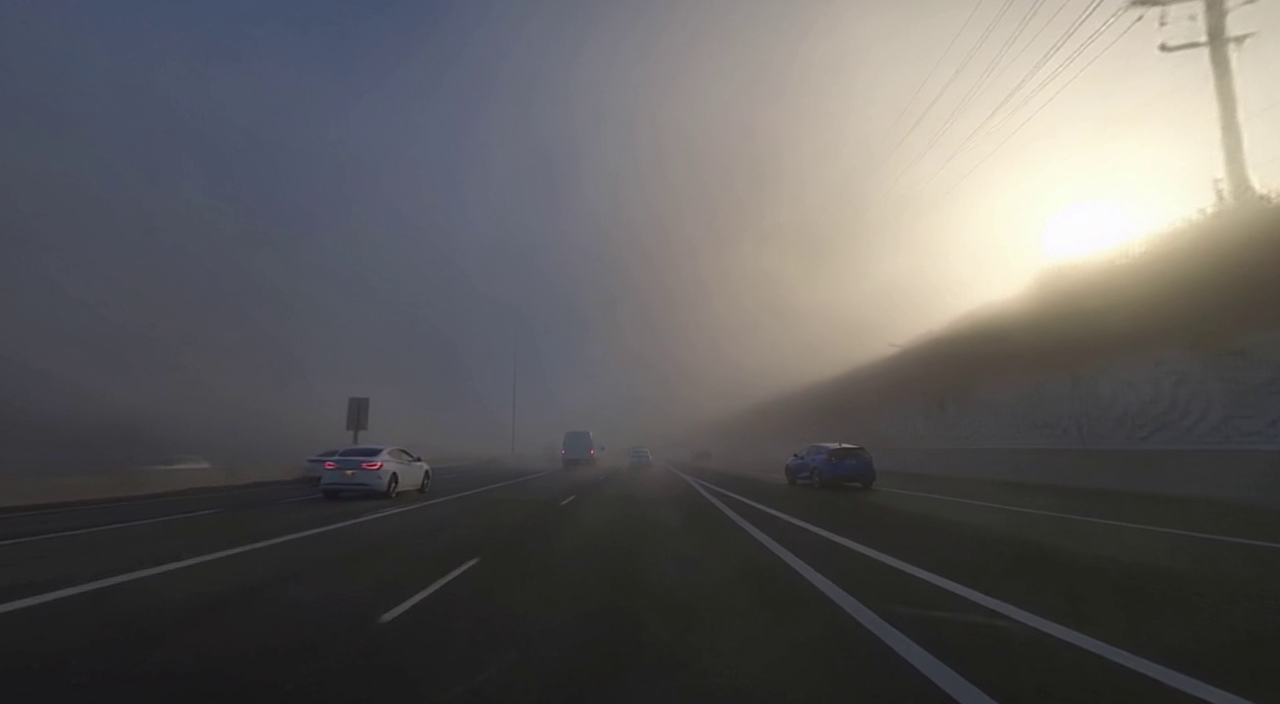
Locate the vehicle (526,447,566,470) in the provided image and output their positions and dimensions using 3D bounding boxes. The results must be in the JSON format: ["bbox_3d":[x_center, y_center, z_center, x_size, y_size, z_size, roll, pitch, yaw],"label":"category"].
[{"bbox_3d":[-6.440,7.308,43.564,1.944,1.490,4.442,0,-9,1],"label":"vehicle"}]

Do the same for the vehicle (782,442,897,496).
[{"bbox_3d":[6.052,3.584,19.715,2.052,1.470,4.364,0,-9,-1],"label":"vehicle"}]

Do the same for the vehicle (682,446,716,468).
[{"bbox_3d":[4.416,7.926,47.726,2.095,1.504,4.536,0,-9,-1],"label":"vehicle"}]

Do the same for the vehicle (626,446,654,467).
[{"bbox_3d":[-0.037,8.167,49.332,2.084,1.492,4.137,0,-9,0],"label":"vehicle"}]

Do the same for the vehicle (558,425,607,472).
[{"bbox_3d":[-3.444,5.984,39.112,2.395,2.660,5.827,0,-9,1],"label":"vehicle"}]

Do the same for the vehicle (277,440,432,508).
[{"bbox_3d":[-7.218,3.106,16.540,1.967,1.525,4.458,0,-9,0],"label":"vehicle"}]
